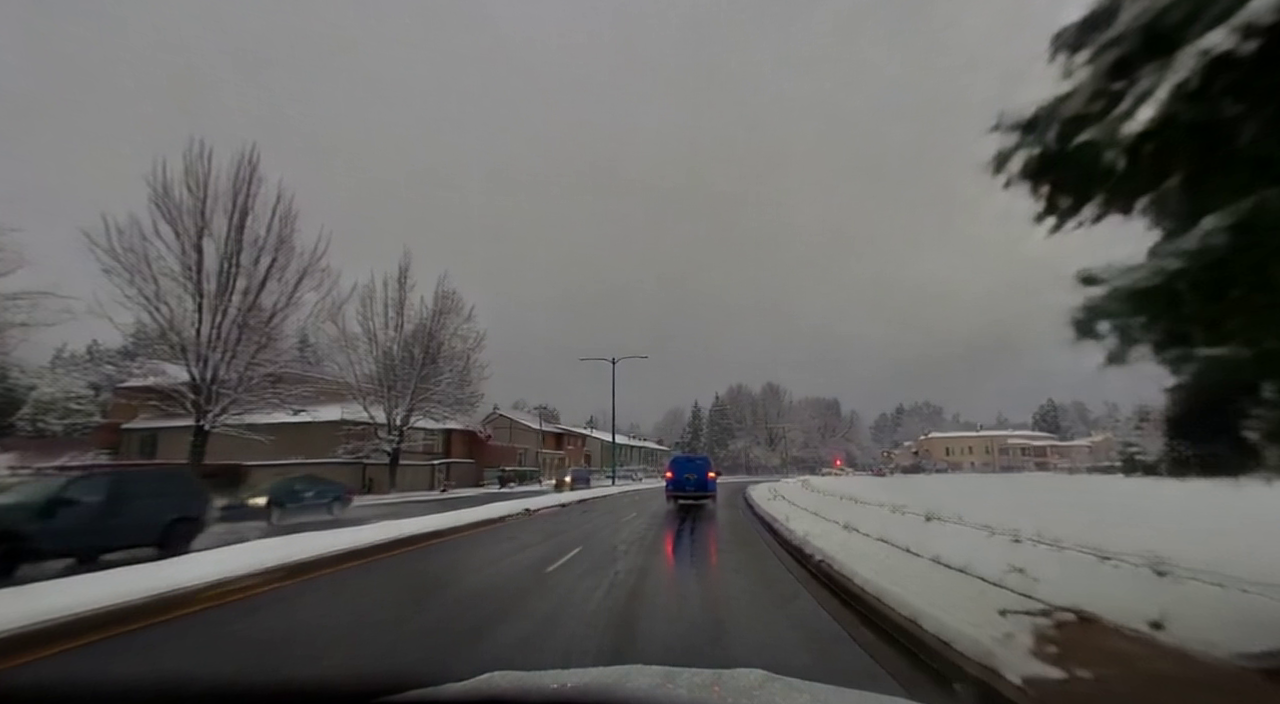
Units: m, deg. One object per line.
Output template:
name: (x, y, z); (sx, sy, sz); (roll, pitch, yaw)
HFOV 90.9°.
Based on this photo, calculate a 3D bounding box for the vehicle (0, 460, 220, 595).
vehicle: (-8.196, 2.277, 8.447); (1.870, 1.518, 4.390); (-3, -11, 4)

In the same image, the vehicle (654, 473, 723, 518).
vehicle: (1.752, 4.723, 21.129); (1.972, 1.250, 5.282); (-1, -11, 8)

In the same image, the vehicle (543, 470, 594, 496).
vehicle: (-5.184, 9.576, 46.336); (2.066, 1.744, 4.771); (-4, -11, 14)

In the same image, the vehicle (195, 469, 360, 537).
vehicle: (-10.297, 4.295, 18.402); (1.856, 1.569, 4.572); (-5, -11, 5)
